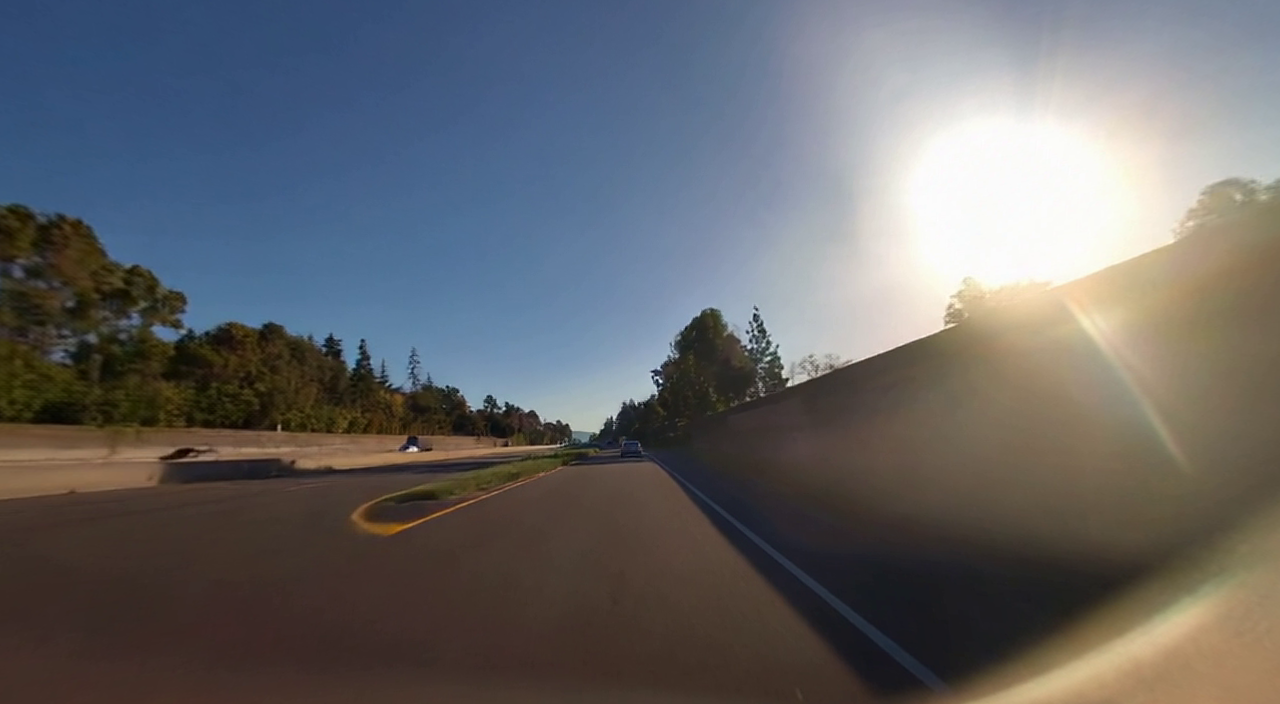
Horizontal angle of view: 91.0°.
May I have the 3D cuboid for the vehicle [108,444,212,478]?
[{"bbox_3d":[-23.611,5.337,31.210,1.899,1.481,4.618,0,-8,-5],"label":"vehicle"}]
